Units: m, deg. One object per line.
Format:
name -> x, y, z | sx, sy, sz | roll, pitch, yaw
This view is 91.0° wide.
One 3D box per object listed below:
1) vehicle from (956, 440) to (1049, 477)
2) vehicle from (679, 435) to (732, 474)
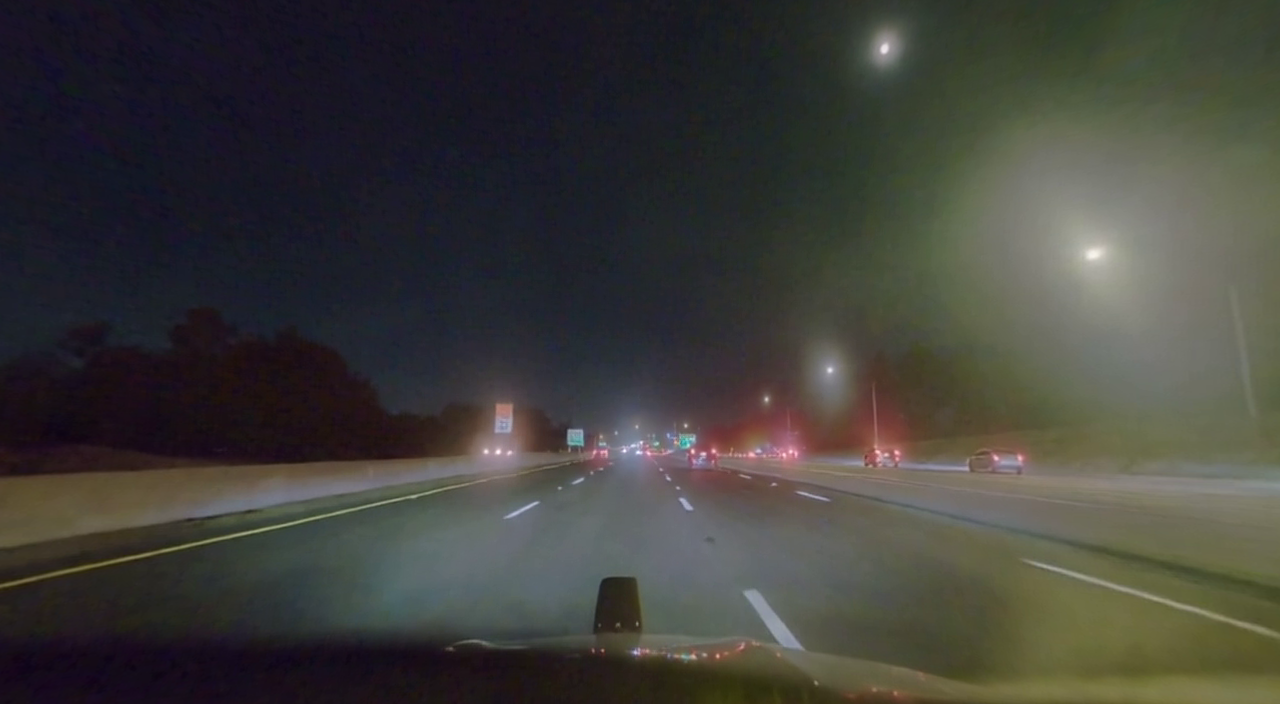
vehicle -> 18.658, 5.481, 32.697 | 2.116, 1.754, 4.727 | 0, -8, 2
vehicle -> 3.197, 5.158, 31.821 | 2.147, 1.794, 4.538 | 1, -8, 0
